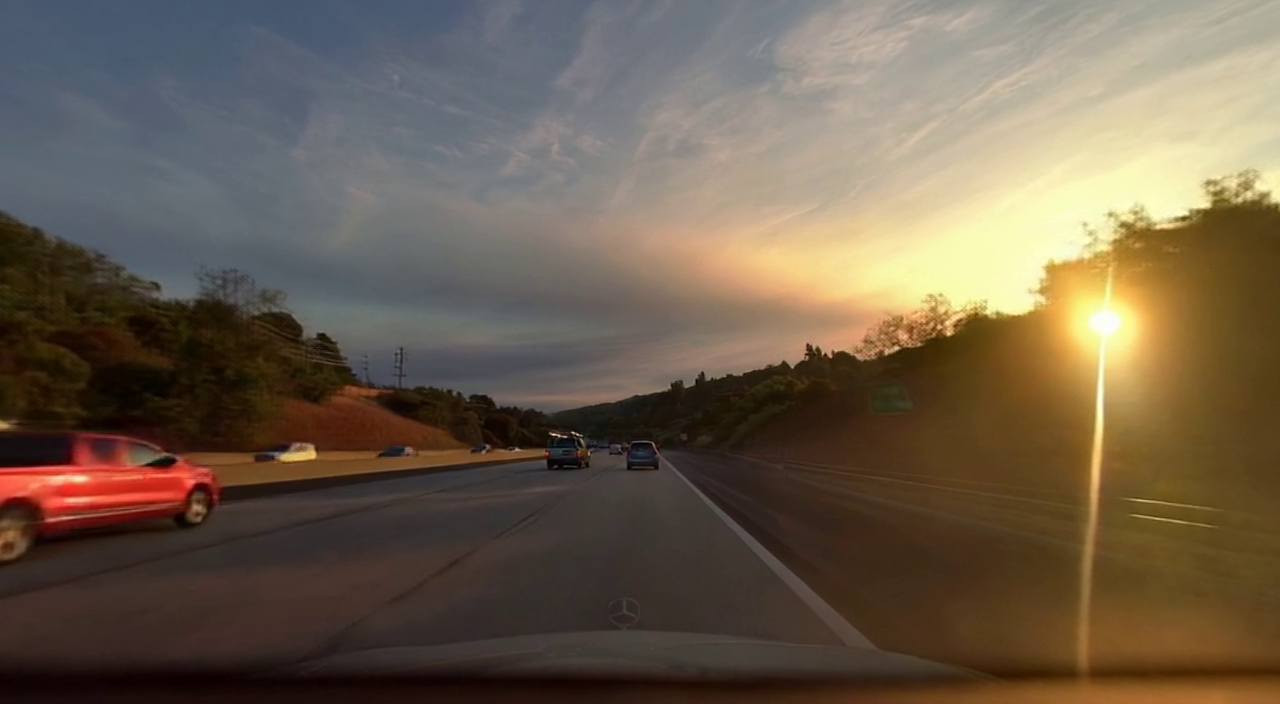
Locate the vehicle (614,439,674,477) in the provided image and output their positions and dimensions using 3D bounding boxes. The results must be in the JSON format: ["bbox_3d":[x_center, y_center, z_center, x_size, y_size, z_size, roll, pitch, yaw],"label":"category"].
[{"bbox_3d":[0.233,5.162,30.963,2.715,1.669,5.163,0,-9,1],"label":"vehicle"}]

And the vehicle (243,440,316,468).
[{"bbox_3d":[-24.919,7.053,43.759,2.028,1.820,4.970,0,-9,1],"label":"vehicle"}]

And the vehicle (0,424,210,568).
[{"bbox_3d":[-7.906,1.678,7.709,2.149,1.526,4.361,0,-9,1],"label":"vehicle"}]

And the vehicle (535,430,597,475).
[{"bbox_3d":[-3.419,4.814,30.240,2.250,1.947,4.860,0,-9,2],"label":"vehicle"}]
